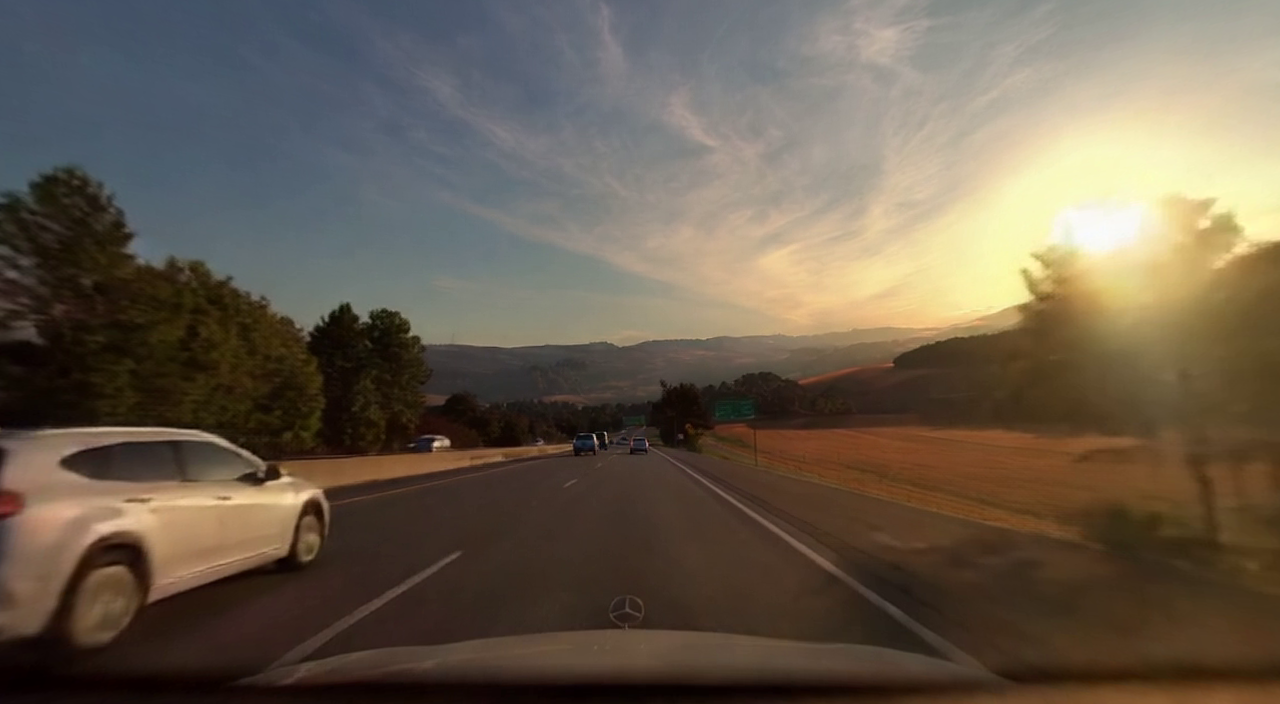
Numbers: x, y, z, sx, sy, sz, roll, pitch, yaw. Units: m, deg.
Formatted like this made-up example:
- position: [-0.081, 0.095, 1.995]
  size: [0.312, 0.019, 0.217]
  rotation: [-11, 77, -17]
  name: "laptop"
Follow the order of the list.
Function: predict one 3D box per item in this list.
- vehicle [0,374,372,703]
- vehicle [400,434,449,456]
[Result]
- position: [-3.896, 1.083, 4.121]
  size: [2.190, 1.571, 4.643]
  rotation: [0, -8, 1]
  name: "vehicle"
- position: [-15.990, 6.925, 46.814]
  size: [1.932, 1.560, 4.669]
  rotation: [0, -8, 1]
  name: "vehicle"
